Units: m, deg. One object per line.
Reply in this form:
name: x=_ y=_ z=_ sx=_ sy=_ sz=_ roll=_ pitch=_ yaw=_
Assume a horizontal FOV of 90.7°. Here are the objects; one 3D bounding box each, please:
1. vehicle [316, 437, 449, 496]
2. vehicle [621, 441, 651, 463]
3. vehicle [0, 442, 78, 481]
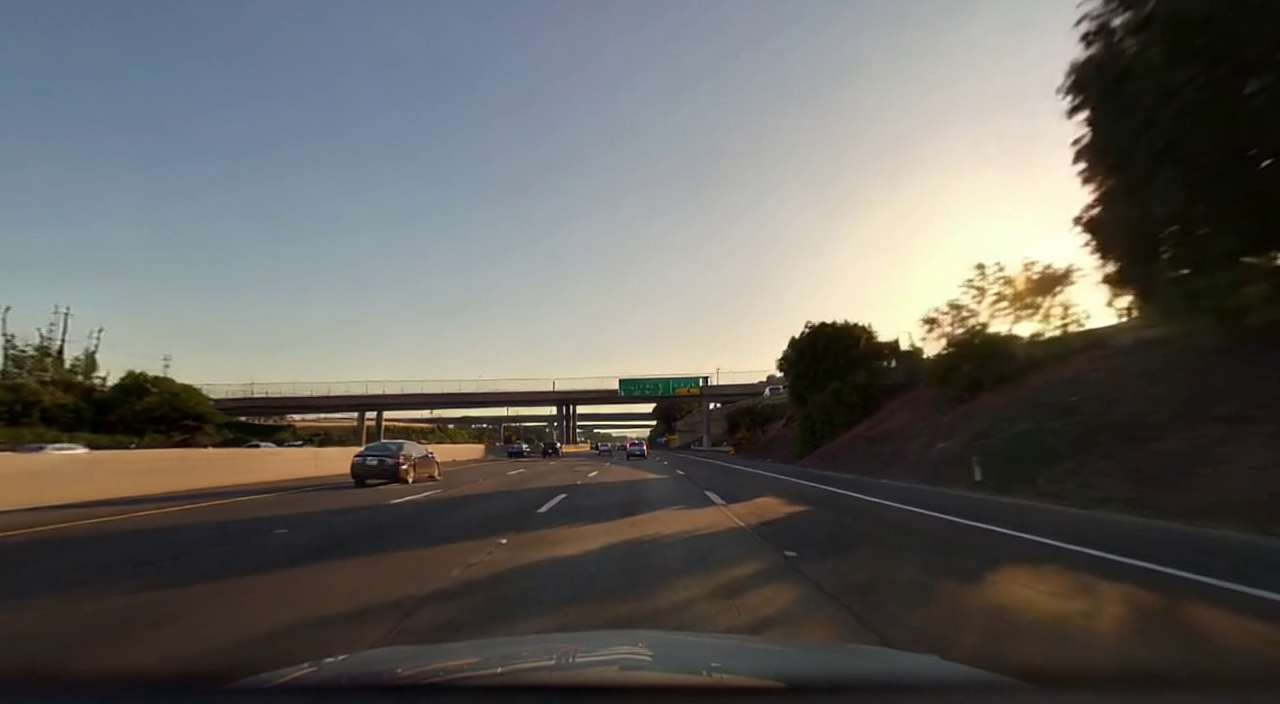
vehicle: x=-7.370 y=3.316 z=18.737 sx=1.994 sy=1.487 sz=4.605 roll=0 pitch=-8 yaw=0
vehicle: x=-0.318 y=7.403 z=46.968 sx=2.086 sy=1.472 sz=4.168 roll=0 pitch=-8 yaw=-1
vehicle: x=-28.444 y=4.943 z=28.616 sx=1.990 sy=1.650 sz=4.403 roll=0 pitch=-9 yaw=0
